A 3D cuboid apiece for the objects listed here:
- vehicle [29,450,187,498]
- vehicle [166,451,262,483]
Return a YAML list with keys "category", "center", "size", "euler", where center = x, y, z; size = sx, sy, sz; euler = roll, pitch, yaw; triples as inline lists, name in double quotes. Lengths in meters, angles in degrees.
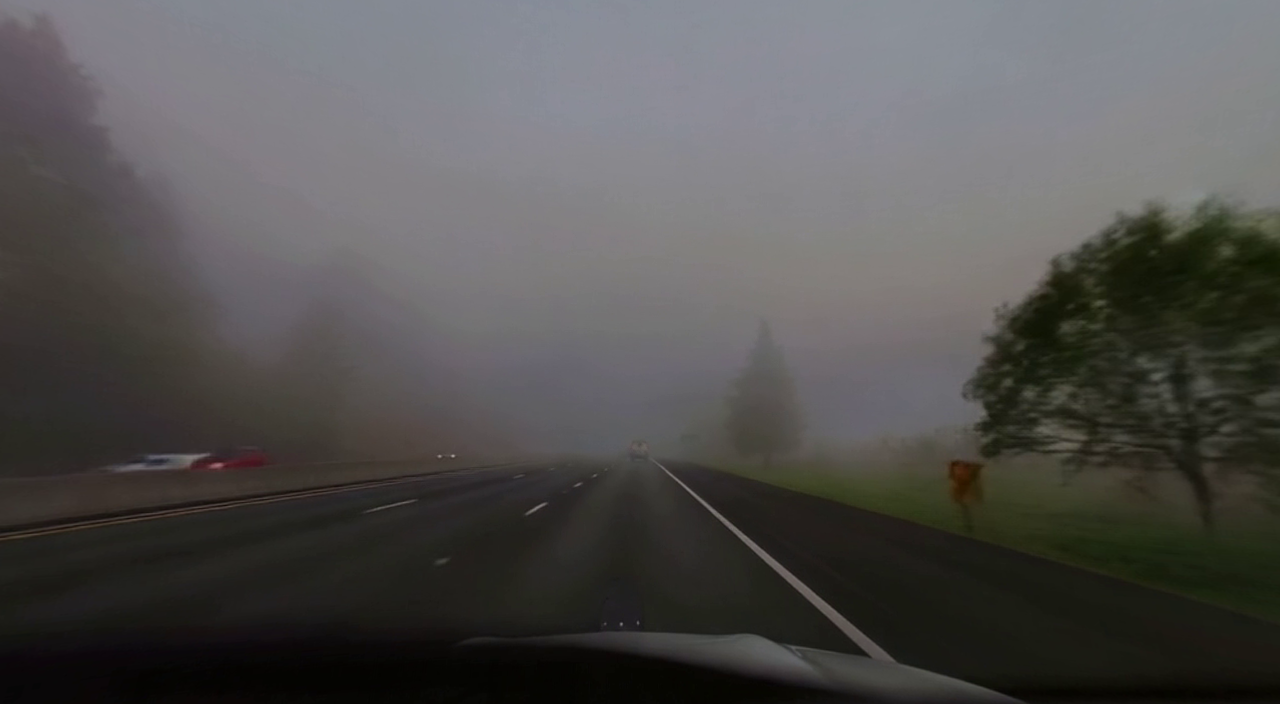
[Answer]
- category: "vehicle"
  center: [-21.097, 4.816, 25.388]
  size: [2.098, 1.729, 4.844]
  euler: [0, -9, 0]
- category: "vehicle"
  center: [-21.094, 5.684, 31.483]
  size: [1.787, 1.437, 4.161]
  euler: [-1, -9, 1]
